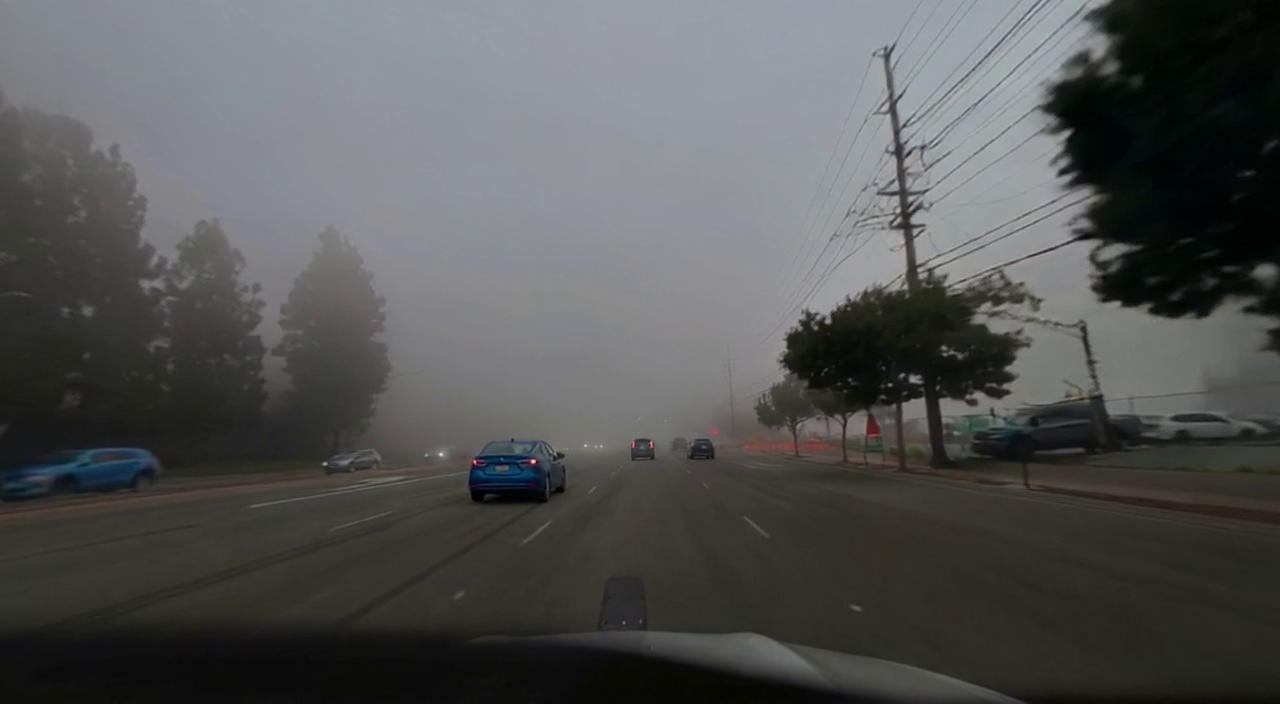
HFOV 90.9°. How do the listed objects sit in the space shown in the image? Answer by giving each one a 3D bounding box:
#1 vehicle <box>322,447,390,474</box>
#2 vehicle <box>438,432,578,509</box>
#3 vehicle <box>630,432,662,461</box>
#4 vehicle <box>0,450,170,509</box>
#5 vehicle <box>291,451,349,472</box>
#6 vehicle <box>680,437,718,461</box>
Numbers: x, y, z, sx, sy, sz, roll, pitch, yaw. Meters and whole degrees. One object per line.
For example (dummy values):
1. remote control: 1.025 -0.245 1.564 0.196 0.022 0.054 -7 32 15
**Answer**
1. vehicle: -16.756 6.406 37.497 1.913 1.488 4.507 0 -8 0
2. vehicle: -2.805 2.640 14.696 2.087 1.480 4.825 0 -8 2
3. vehicle: 0.368 6.364 42.712 2.060 1.845 4.151 0 -8 0
4. vehicle: -16.856 3.792 19.203 1.879 1.545 3.943 0 -8 2
5. vehicle: -23.679 8.106 46.890 1.868 1.473 4.776 0 -9 -1
6. vehicle: 3.869 6.484 42.310 2.142 1.475 4.565 0 -8 0
